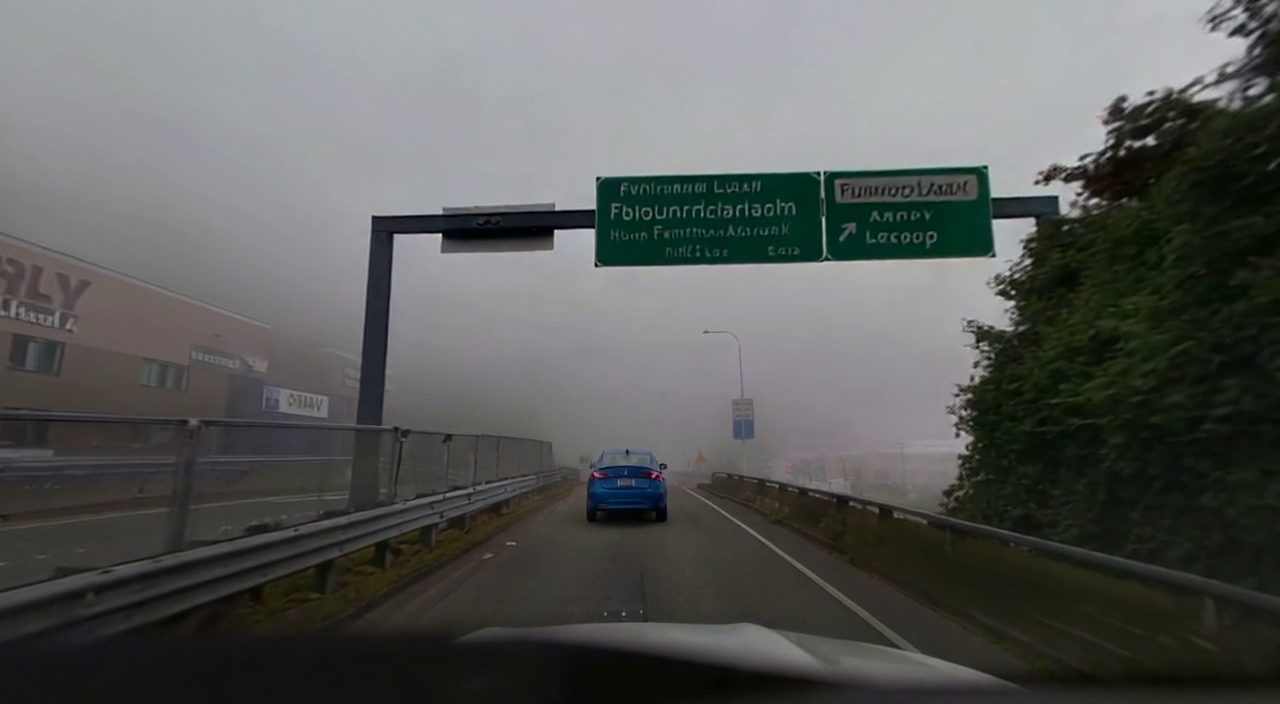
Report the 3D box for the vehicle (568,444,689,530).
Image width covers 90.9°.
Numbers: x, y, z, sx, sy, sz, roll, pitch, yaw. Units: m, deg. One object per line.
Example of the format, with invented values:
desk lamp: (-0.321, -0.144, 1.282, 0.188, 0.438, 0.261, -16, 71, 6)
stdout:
vehicle: (-0.220, 2.624, 12.791, 2.063, 1.442, 3.933, 0, -9, 0)
